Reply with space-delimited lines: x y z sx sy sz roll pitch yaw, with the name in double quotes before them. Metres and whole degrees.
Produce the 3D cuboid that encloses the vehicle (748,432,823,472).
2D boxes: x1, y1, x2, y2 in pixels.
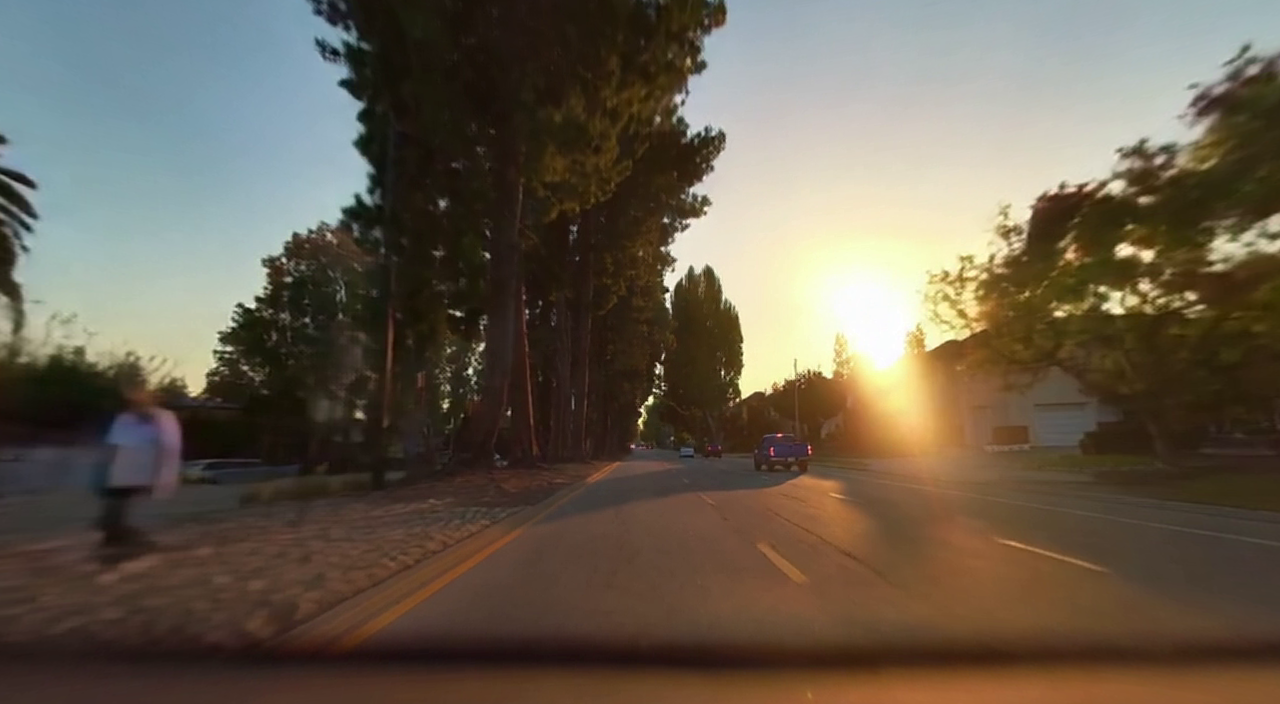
"vehicle" 6.869 4.790 30.418 2.262 1.769 5.666 0 -8 0
